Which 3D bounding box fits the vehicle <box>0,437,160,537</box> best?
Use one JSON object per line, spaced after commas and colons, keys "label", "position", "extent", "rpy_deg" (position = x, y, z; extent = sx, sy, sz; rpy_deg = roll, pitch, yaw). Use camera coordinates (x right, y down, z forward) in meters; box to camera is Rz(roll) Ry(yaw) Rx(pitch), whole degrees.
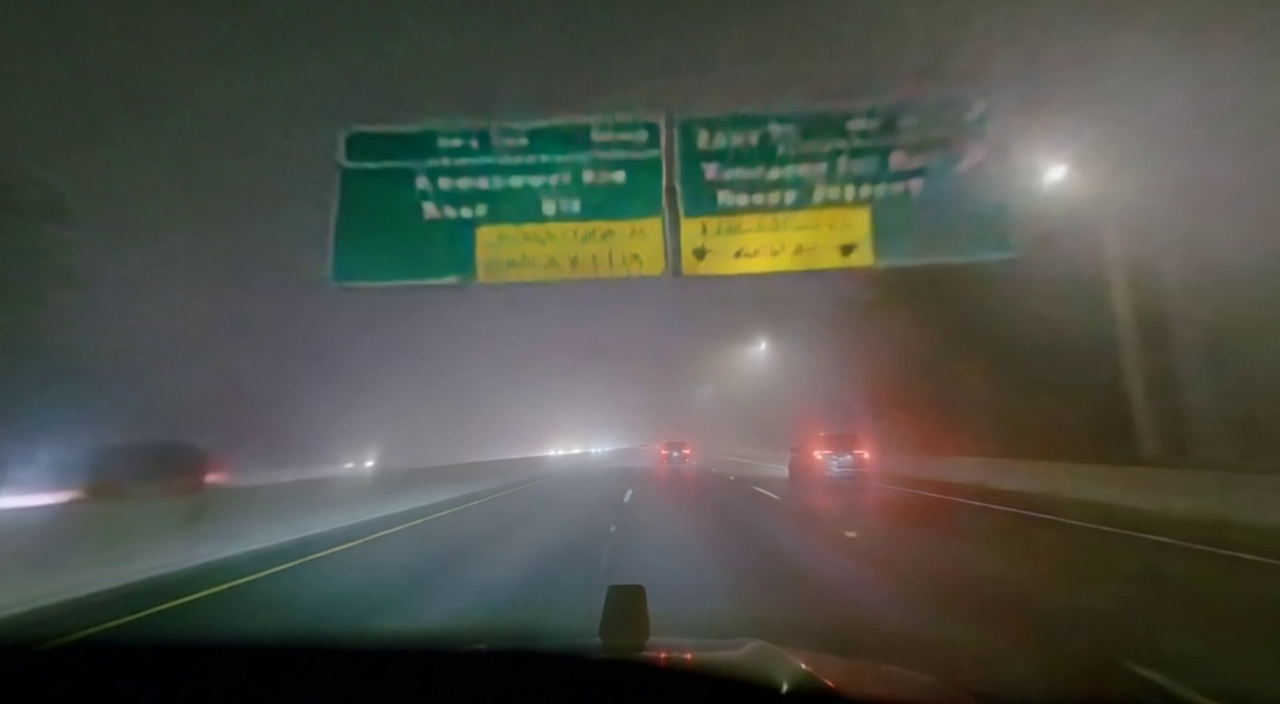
{"label": "vehicle", "position": [-10.890, 2.260, 10.844], "extent": [1.904, 1.548, 4.097], "rpy_deg": [0, -8, 1]}

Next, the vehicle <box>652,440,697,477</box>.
{"label": "vehicle", "position": [1.369, 4.322, 25.774], "extent": [1.683, 1.400, 3.868], "rpy_deg": [0, -8, 2]}

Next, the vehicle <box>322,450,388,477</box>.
{"label": "vehicle", "position": [-17.855, 6.990, 39.667], "extent": [1.855, 1.543, 4.820], "rpy_deg": [0, -8, 1]}

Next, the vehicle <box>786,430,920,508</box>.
{"label": "vehicle", "position": [4.846, 2.706, 15.035], "extent": [1.770, 1.566, 4.282], "rpy_deg": [0, -8, 1]}
